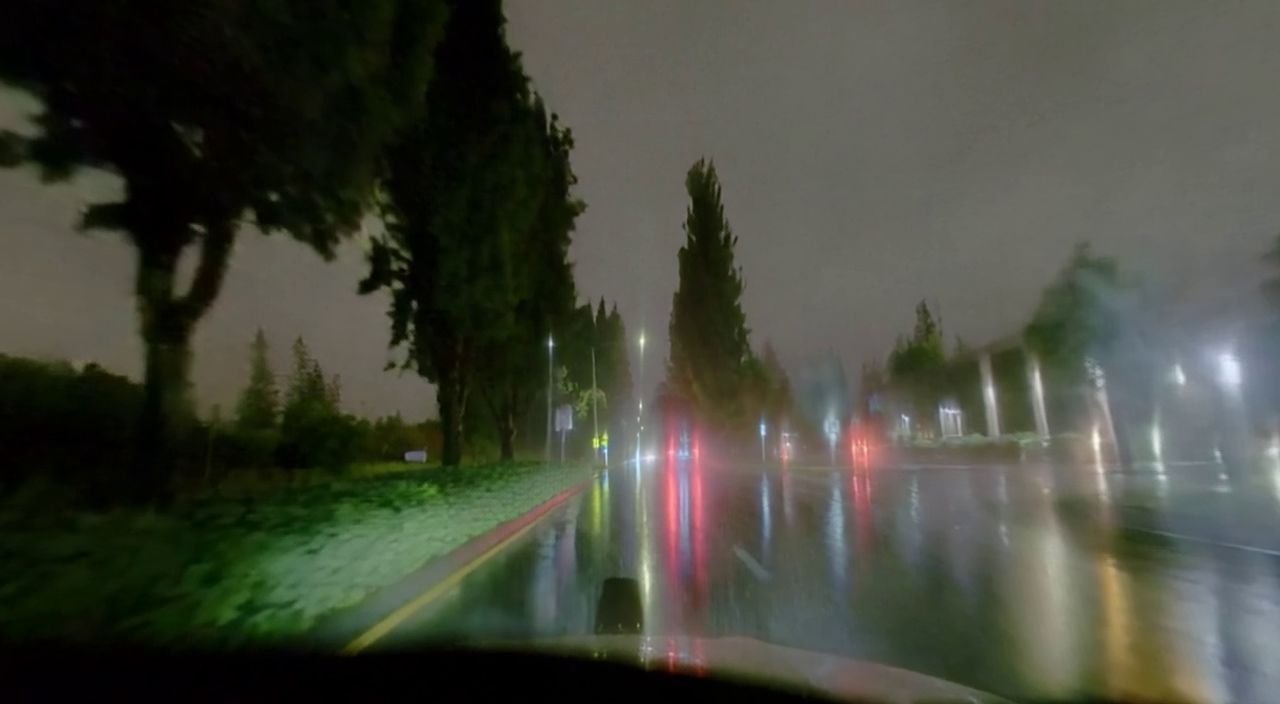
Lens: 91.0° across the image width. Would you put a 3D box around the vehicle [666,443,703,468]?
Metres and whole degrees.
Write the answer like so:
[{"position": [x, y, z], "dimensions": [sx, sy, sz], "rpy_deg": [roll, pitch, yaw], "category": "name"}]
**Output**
[{"position": [2.824, 6.720, 40.979], "dimensions": [2.044, 1.537, 4.528], "rpy_deg": [0, -9, -1], "category": "vehicle"}]
